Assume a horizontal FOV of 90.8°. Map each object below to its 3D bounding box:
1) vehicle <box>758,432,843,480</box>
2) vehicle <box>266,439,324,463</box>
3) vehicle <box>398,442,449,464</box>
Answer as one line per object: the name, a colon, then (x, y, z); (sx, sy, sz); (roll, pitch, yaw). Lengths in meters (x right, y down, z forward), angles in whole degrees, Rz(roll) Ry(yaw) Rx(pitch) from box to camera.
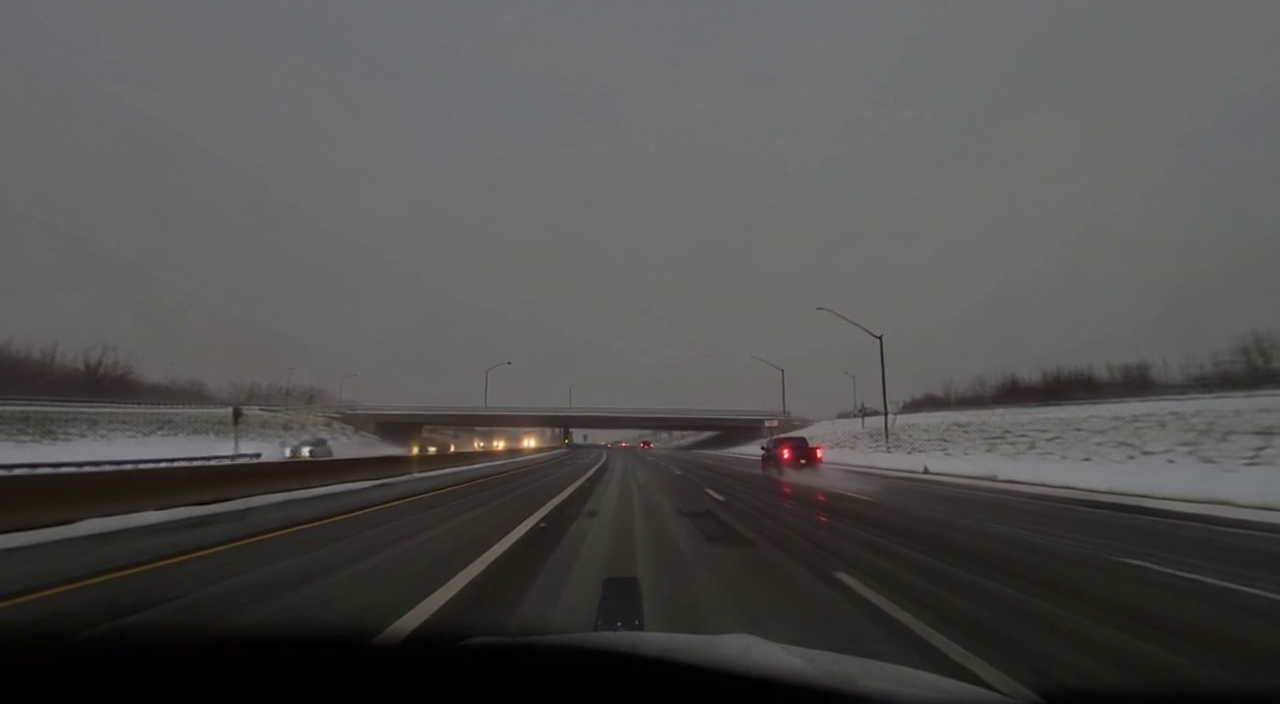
vehicle: (6.357, 4.172, 25.588); (2.104, 1.723, 4.538); (0, -8, -2)
vehicle: (-26.587, 7.622, 48.819); (1.983, 1.735, 4.547); (0, -8, -2)
vehicle: (-15.070, 7.021, 44.196); (2.077, 1.452, 4.572); (0, -8, -2)
